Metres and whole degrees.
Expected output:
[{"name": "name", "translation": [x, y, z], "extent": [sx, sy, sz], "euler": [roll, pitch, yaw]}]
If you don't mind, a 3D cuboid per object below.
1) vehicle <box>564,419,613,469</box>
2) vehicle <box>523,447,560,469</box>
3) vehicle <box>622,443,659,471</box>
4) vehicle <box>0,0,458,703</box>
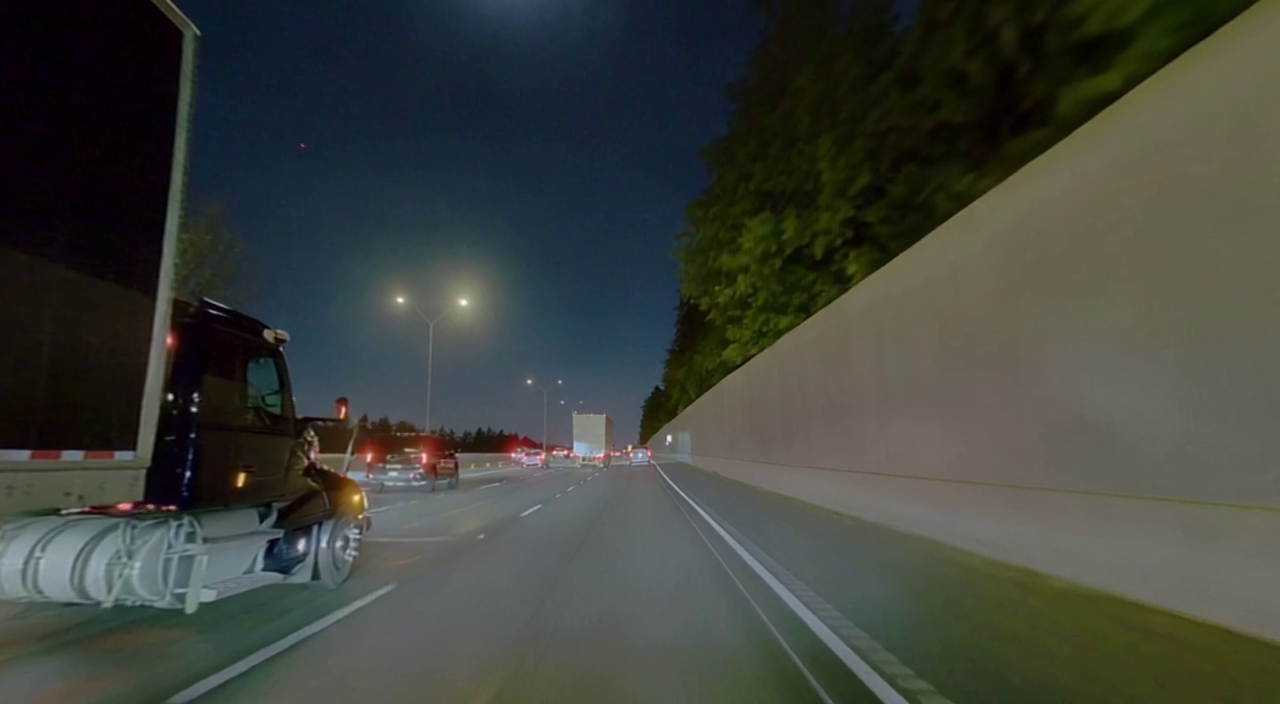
[{"name": "vehicle", "translation": [-3.671, 6.928, 47.133], "extent": [2.956, 3.331, 9.575], "euler": [0, -9, -1]}, {"name": "vehicle", "translation": [-7.240, 7.830, 46.615], "extent": [1.962, 1.489, 4.002], "euler": [0, -9, 1]}, {"name": "vehicle", "translation": [0.052, 6.404, 38.589], "extent": [2.178, 1.640, 4.071], "euler": [0, -9, 1]}, {"name": "vehicle", "translation": [-3.690, 0.218, 2.448], "extent": [3.025, 3.266, 9.256], "euler": [0, -9, 1]}]
